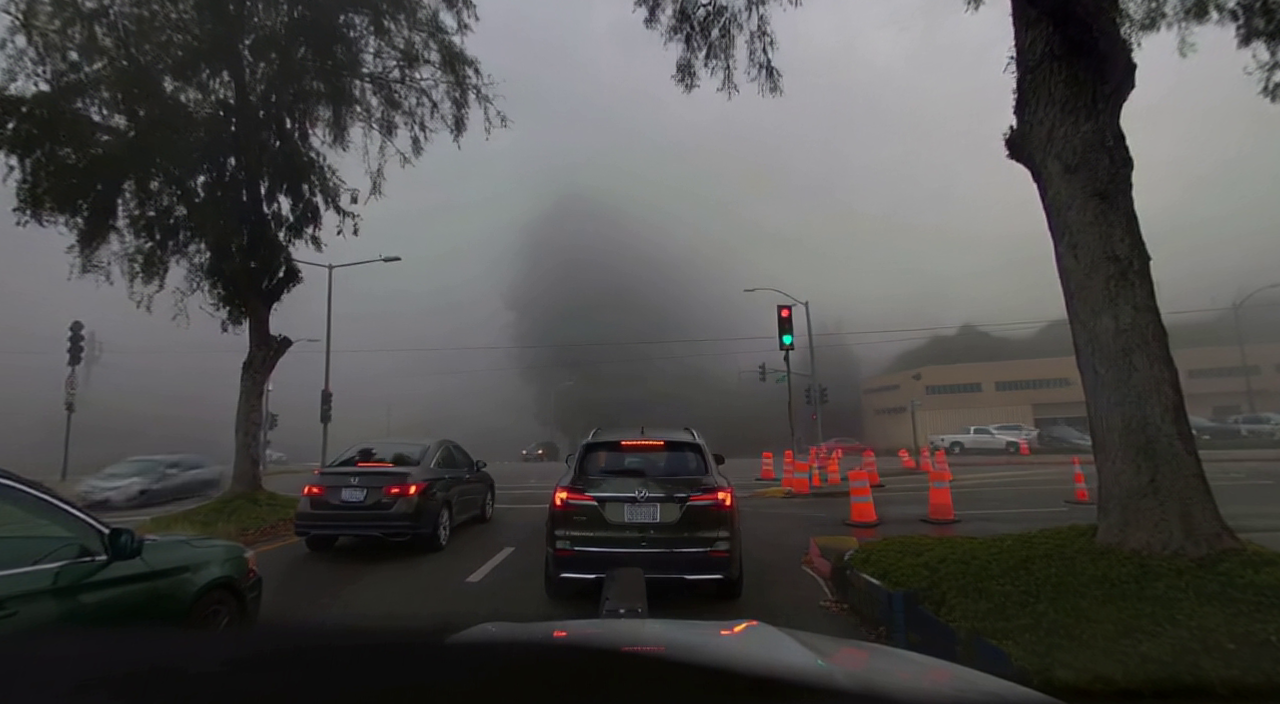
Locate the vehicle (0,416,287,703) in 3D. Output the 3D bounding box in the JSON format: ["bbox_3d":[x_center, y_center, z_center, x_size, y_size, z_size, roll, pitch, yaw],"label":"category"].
[{"bbox_3d":[-3.596,0.946,2.146,1.964,1.497,4.722,0,-9,1],"label":"vehicle"}]

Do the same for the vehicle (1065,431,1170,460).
[{"bbox_3d":[30.904,6.090,40.901,5.043,1.759,2.085,0,-9,2],"label":"vehicle"}]

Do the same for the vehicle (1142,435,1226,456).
[{"bbox_3d":[40.730,7.043,47.202,4.581,1.480,1.752,1,-9,0],"label":"vehicle"}]

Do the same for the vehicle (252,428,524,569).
[{"bbox_3d":[-3.274,1.999,9.439,1.989,1.541,4.626,0,-9,2],"label":"vehicle"}]

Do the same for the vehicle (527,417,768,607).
[{"bbox_3d":[0.107,1.625,7.205,2.021,1.560,3.676,0,-9,1],"label":"vehicle"}]
